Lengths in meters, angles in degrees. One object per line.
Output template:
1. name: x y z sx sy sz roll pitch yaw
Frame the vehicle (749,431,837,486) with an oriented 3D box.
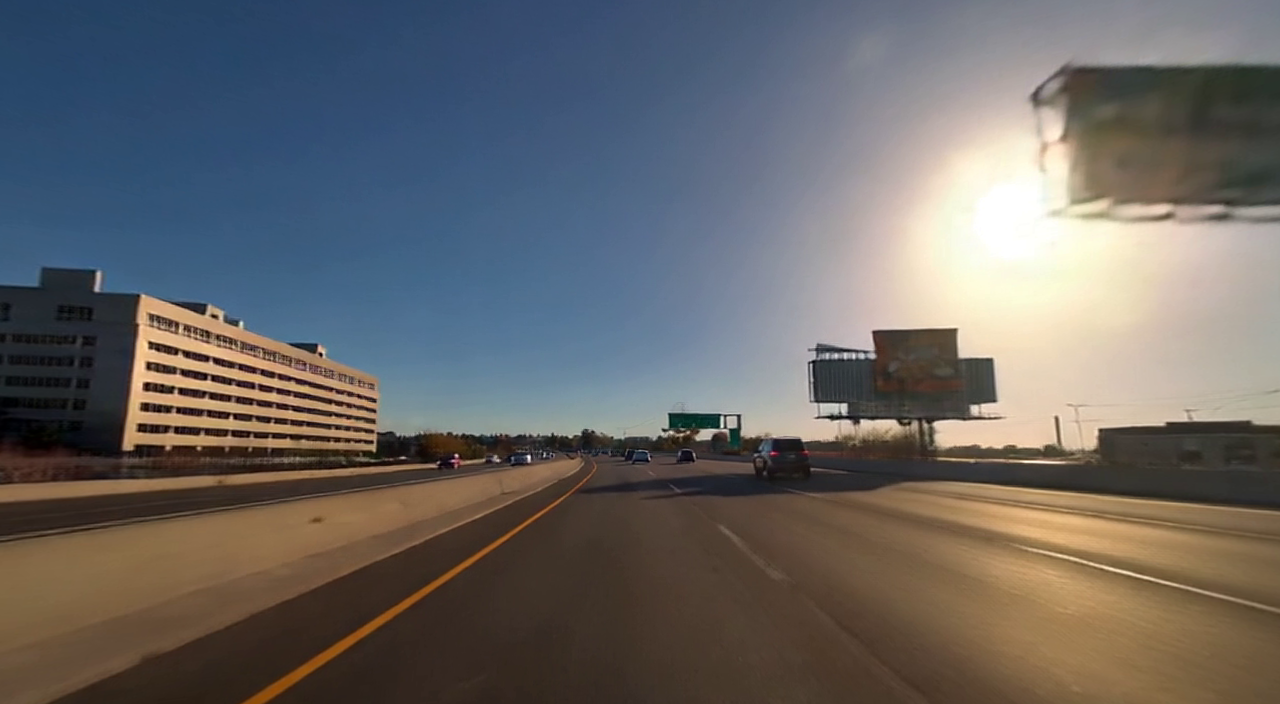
1. vehicle: 6.098 4.314 25.859 2.181 1.952 4.973 -1 -9 -2
